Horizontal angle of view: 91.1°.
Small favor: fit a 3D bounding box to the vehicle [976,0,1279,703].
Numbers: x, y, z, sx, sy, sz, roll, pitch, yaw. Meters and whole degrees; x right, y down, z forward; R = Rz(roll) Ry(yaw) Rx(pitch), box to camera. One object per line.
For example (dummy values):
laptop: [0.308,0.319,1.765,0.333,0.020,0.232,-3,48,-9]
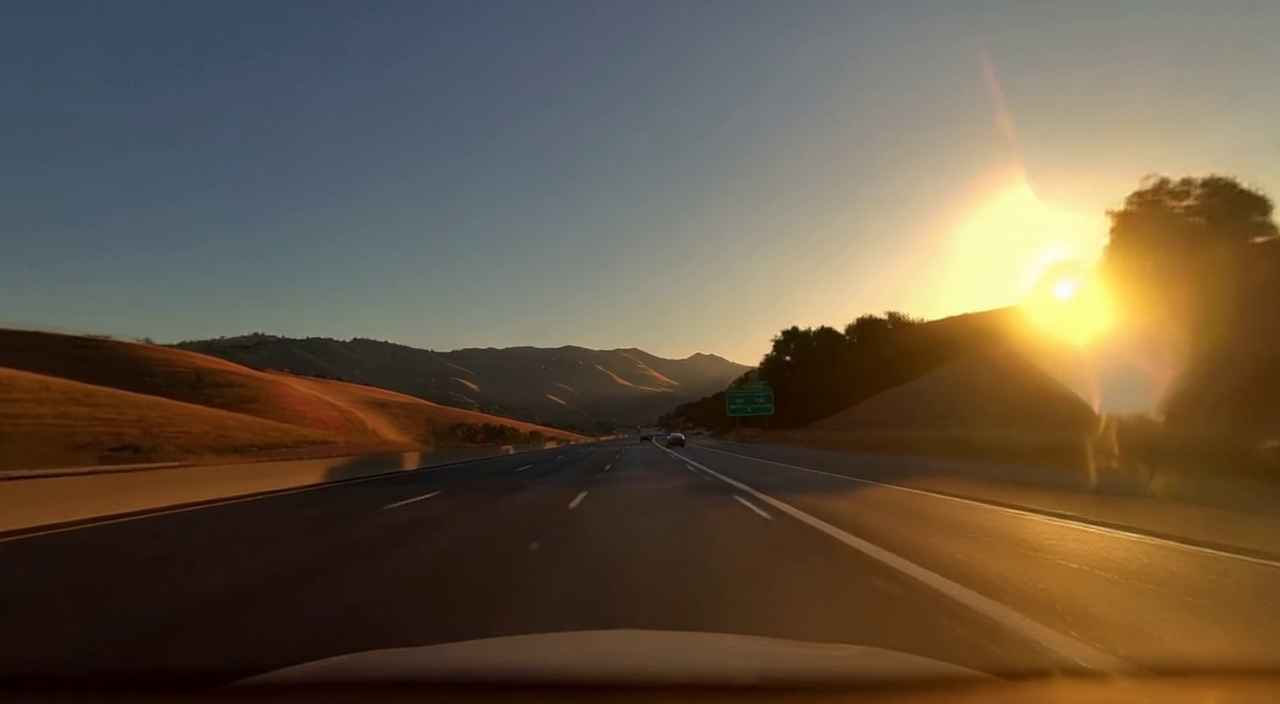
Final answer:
vehicle: [4.179,-0.497,1.766,3.049,3.826,6.146,-1,-8,2]
